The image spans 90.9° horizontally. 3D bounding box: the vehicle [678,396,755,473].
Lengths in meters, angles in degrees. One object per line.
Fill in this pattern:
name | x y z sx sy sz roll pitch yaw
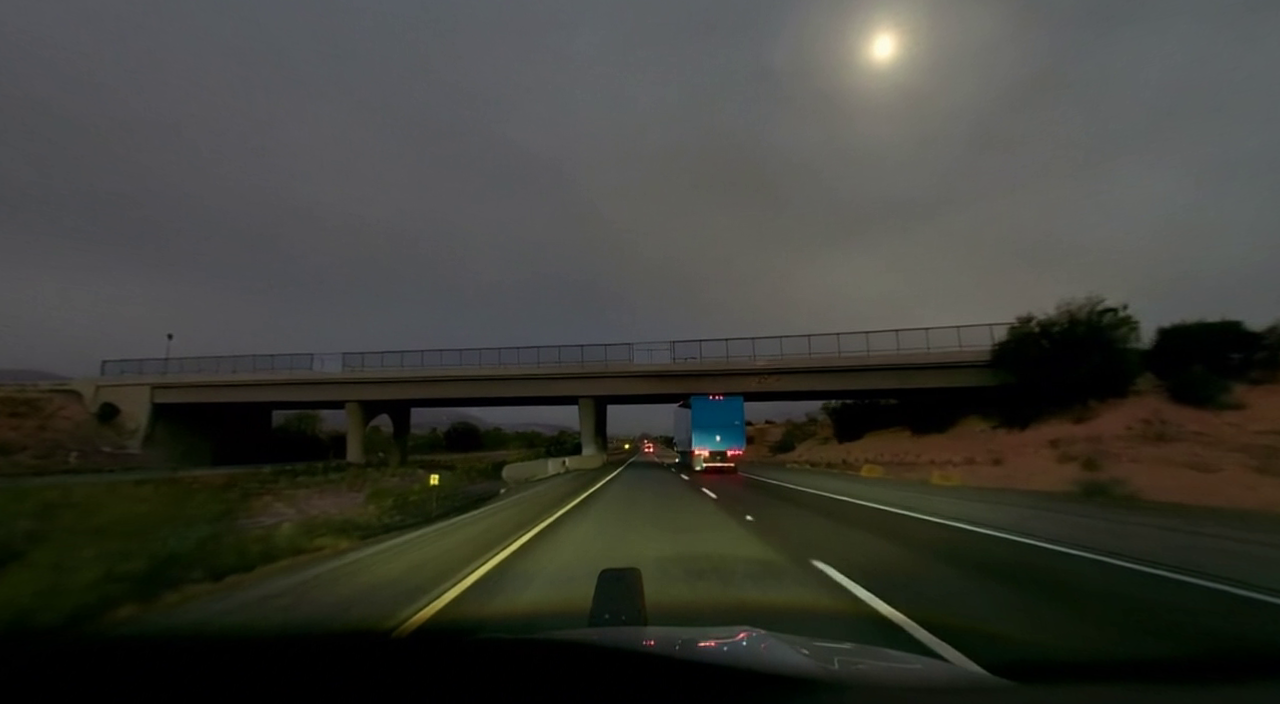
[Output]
vehicle | 4.123 4.890 36.708 3.024 3.834 10.128 0 -8 -1
